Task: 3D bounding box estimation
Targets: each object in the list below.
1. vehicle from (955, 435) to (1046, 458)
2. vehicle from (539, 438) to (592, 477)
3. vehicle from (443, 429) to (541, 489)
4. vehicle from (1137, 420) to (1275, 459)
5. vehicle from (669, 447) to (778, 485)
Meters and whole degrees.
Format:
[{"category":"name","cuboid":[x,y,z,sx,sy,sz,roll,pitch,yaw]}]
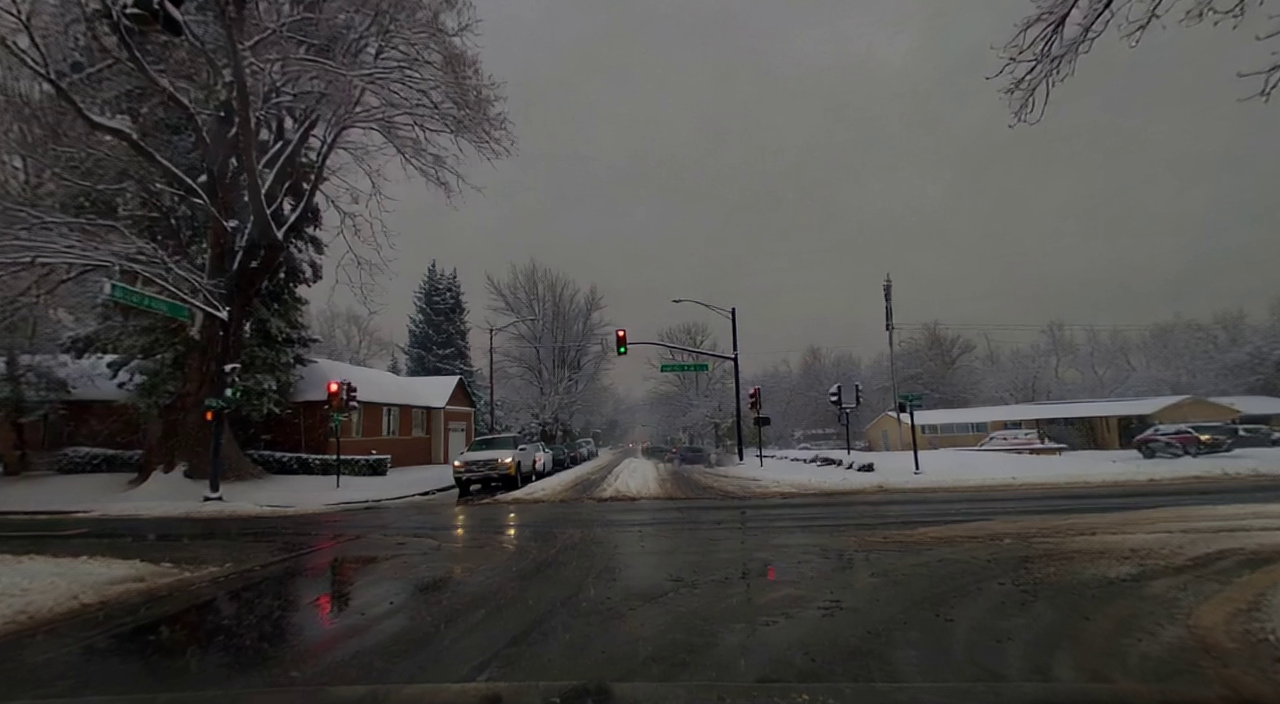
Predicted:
[{"category":"vehicle","cuboid":[24.969,6.554,43.833,5.172,1.515,1.851,0,-9,-2]},{"category":"vehicle","cuboid":[-3.645,5.279,31.919,2.120,1.783,4.788,0,-9,0]},{"category":"vehicle","cuboid":[-6.500,4.836,28.969,2.896,2.339,7.322,0,-9,-1]},{"category":"vehicle","cuboid":[33.263,5.165,37.236,5.969,2.149,2.331,0,-9,-3]},{"category":"vehicle","cuboid":[3.505,4.861,27.385,2.056,1.493,4.535,7,-11,-38]}]
